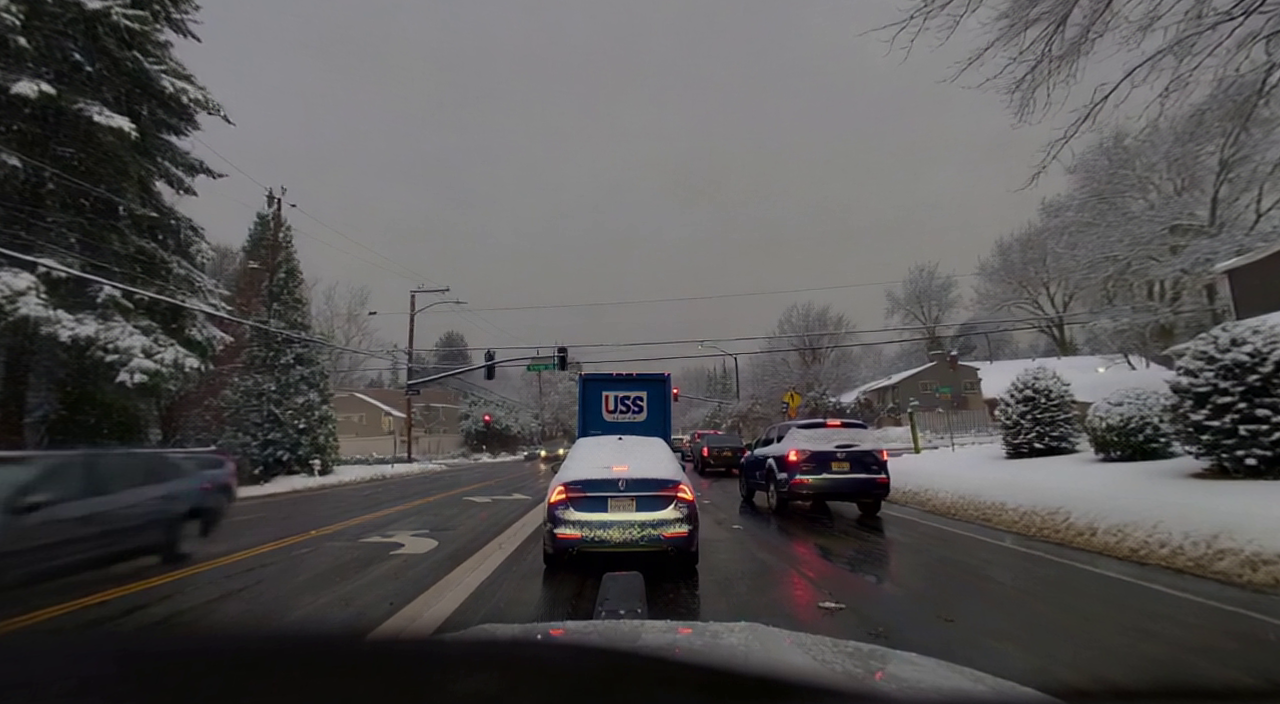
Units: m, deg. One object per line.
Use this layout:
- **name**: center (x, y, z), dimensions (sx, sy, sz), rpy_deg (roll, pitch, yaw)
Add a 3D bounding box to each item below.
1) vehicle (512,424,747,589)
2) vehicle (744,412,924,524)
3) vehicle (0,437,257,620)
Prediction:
- **vehicle**: center (-0.150, 1.718, 7.927), dimensions (2.135, 1.483, 4.207), rpy_deg (0, -8, -2)
- **vehicle**: center (3.603, 2.256, 12.822), dimensions (2.145, 1.847, 4.524), rpy_deg (0, -8, -1)
- **vehicle**: center (-6.275, 1.647, 6.406), dimensions (1.800, 1.520, 4.691), rpy_deg (0, -8, 0)
